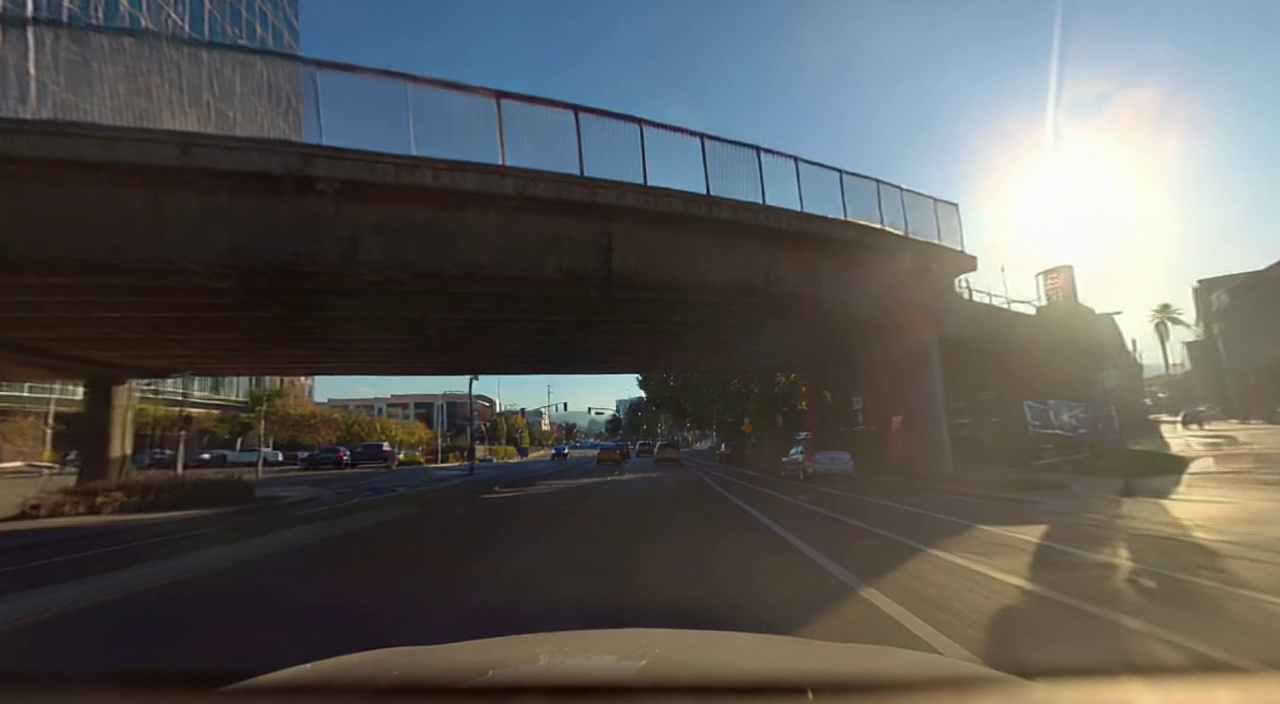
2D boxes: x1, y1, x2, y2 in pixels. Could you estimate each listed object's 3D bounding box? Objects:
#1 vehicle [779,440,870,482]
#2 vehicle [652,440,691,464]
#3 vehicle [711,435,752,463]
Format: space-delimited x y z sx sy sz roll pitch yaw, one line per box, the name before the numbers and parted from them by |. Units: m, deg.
vehicle | 6.910 4.125 24.134 2.035 1.435 4.481 0 -8 -2
vehicle | 1.978 6.521 41.070 2.280 1.475 4.051 0 -8 -1
vehicle | 6.650 7.089 46.320 2.154 1.915 4.908 0 -8 -1
